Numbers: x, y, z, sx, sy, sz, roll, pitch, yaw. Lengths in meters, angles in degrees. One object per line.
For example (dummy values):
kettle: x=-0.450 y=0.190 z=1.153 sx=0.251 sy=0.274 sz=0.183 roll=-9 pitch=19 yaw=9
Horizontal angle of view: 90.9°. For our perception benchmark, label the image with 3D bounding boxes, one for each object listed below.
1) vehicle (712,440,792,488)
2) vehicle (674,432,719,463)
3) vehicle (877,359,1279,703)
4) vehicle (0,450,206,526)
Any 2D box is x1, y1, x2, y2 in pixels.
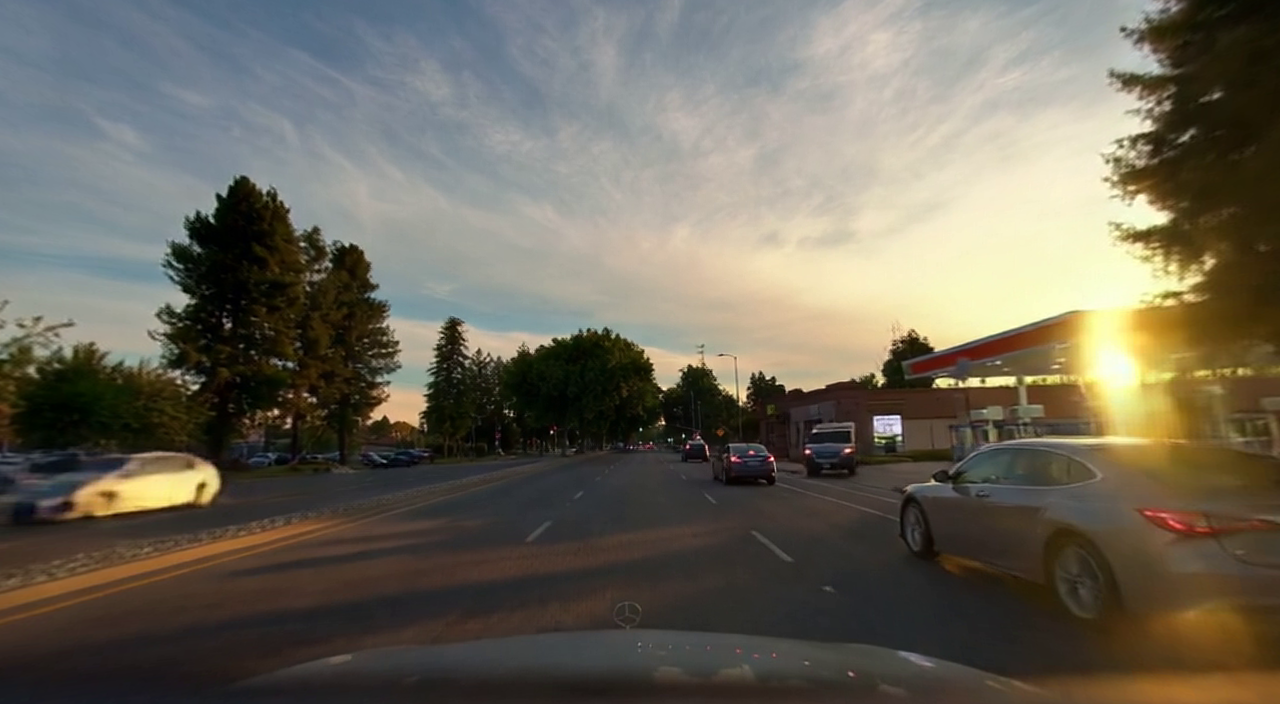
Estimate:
vehicle: x=3.654 y=3.719 z=21.297 sx=1.871 sy=1.442 sz=4.122 roll=0 pitch=-8 yaw=-1
vehicle: x=3.765 y=6.543 z=43.125 sx=2.611 sy=1.983 sz=5.165 roll=0 pitch=-8 yaw=0
vehicle: x=3.641 y=1.151 z=4.570 sx=1.875 sy=1.665 sz=4.931 roll=0 pitch=-8 yaw=0
vehicle: x=-14.182 y=3.327 z=16.191 sx=2.031 sy=1.539 sz=5.646 roll=0 pitch=-8 yaw=0
